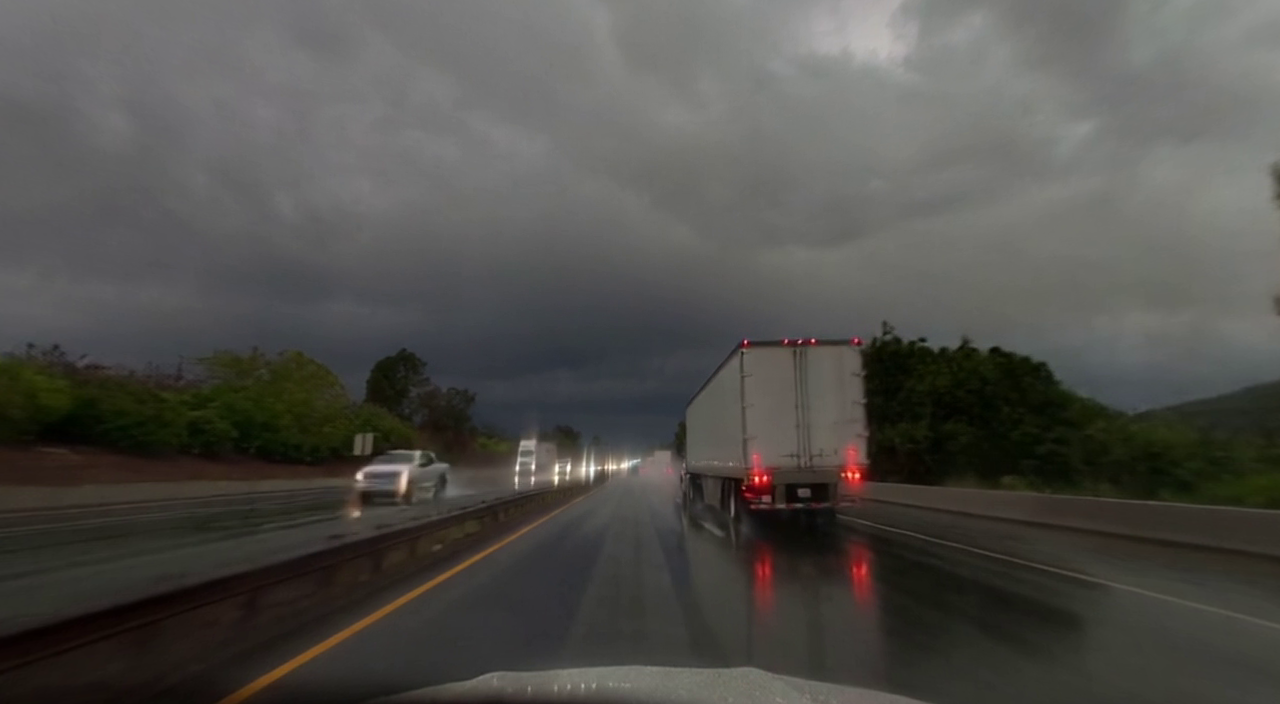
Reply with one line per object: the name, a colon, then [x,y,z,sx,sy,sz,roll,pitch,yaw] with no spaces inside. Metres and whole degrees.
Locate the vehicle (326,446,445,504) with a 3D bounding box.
vehicle: [-9.395,4.615,23.850,2.377,1.908,4.959,1,-10,0]

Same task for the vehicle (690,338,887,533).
vehicle: [3.645,2.984,20.330,2.863,4.088,14.040,1,-10,0]
